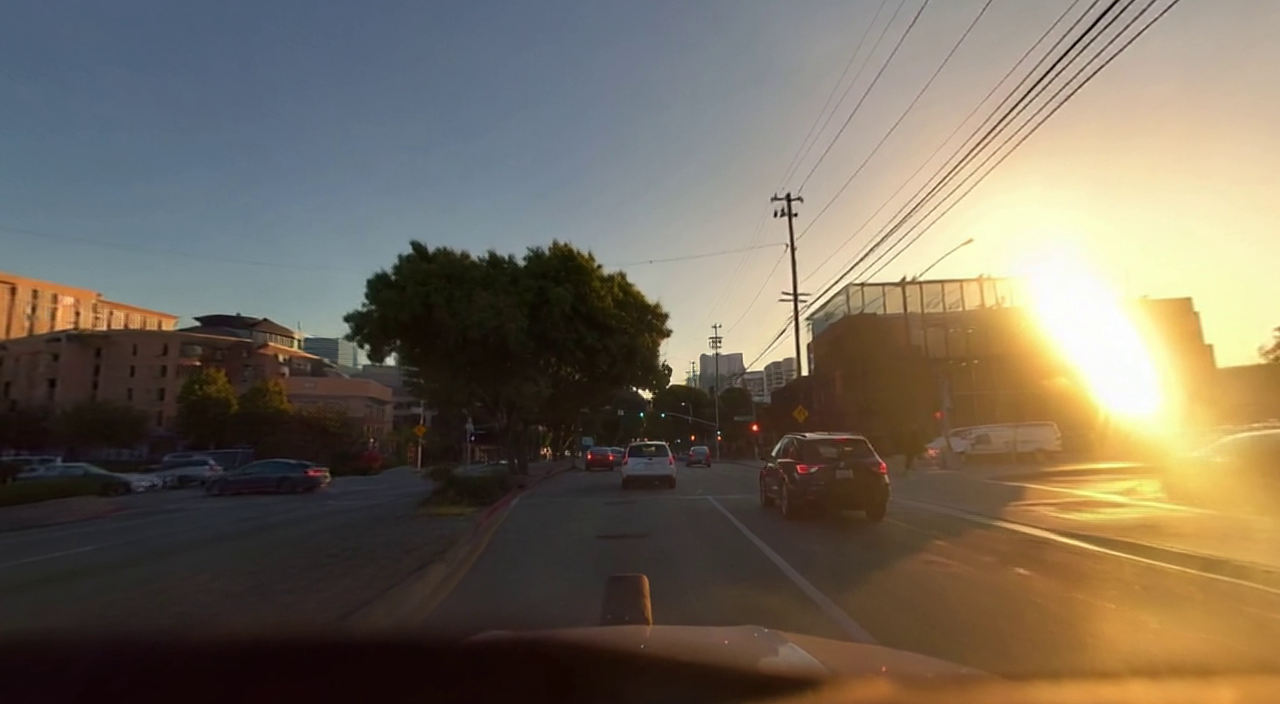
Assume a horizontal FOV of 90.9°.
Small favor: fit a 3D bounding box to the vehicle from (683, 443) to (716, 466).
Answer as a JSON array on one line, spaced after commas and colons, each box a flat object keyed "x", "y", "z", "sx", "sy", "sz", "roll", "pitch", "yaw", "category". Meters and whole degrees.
[{"x": 4.079, "y": 7.147, "z": 43.938, "sx": 1.880, "sy": 1.503, "sz": 4.130, "roll": 0, "pitch": -9, "yaw": -1, "category": "vehicle"}]

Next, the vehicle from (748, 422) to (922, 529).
[{"x": 3.562, "y": 2.350, "z": 12.579, "sx": 2.024, "sy": 1.711, "sz": 4.512, "roll": 0, "pitch": -9, "yaw": 0, "category": "vehicle"}]

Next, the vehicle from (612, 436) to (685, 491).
[{"x": 0.269, "y": 3.698, "z": 21.322, "sx": 2.200, "sy": 1.653, "sz": 4.127, "roll": 0, "pitch": -9, "yaw": 0, "category": "vehicle"}]

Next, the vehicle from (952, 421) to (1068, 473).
[{"x": 14.349, "y": 3.745, "z": 24.819, "sx": 2.146, "sy": 1.837, "sz": 4.512, "roll": -1, "pitch": -9, "yaw": 6, "category": "vehicle"}]

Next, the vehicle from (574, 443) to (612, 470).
[{"x": -2.786, "y": 6.146, "z": 37.247, "sx": 2.104, "sy": 1.488, "sz": 4.546, "roll": 0, "pitch": -9, "yaw": -4, "category": "vehicle"}]

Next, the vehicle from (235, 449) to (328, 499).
[{"x": -12.705, "y": 4.284, "z": 22.225, "sx": 2.006, "sy": 1.510, "sz": 4.290, "roll": 6, "pitch": -12, "yaw": -40, "category": "vehicle"}]

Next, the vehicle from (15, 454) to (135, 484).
[{"x": -30.536, "y": 6.310, "z": 34.293, "sx": 1.951, "sy": 1.459, "sz": 4.803, "roll": 0, "pitch": -9, "yaw": 2, "category": "vehicle"}]

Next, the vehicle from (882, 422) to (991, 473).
[{"x": 11.741, "y": 3.861, "z": 25.435, "sx": 2.238, "sy": 1.845, "sz": 4.874, "roll": -1, "pitch": -9, "yaw": 3, "category": "vehicle"}]

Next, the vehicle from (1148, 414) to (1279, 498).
[{"x": 13.362, "y": 2.165, "z": 13.197, "sx": 1.899, "sy": 1.602, "sz": 4.297, "roll": 0, "pitch": -9, "yaw": 2, "category": "vehicle"}]

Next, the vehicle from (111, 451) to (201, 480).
[{"x": -30.502, "y": 7.130, "z": 39.889, "sx": 1.903, "sy": 1.649, "sz": 4.654, "roll": 0, "pitch": -9, "yaw": 1, "category": "vehicle"}]
